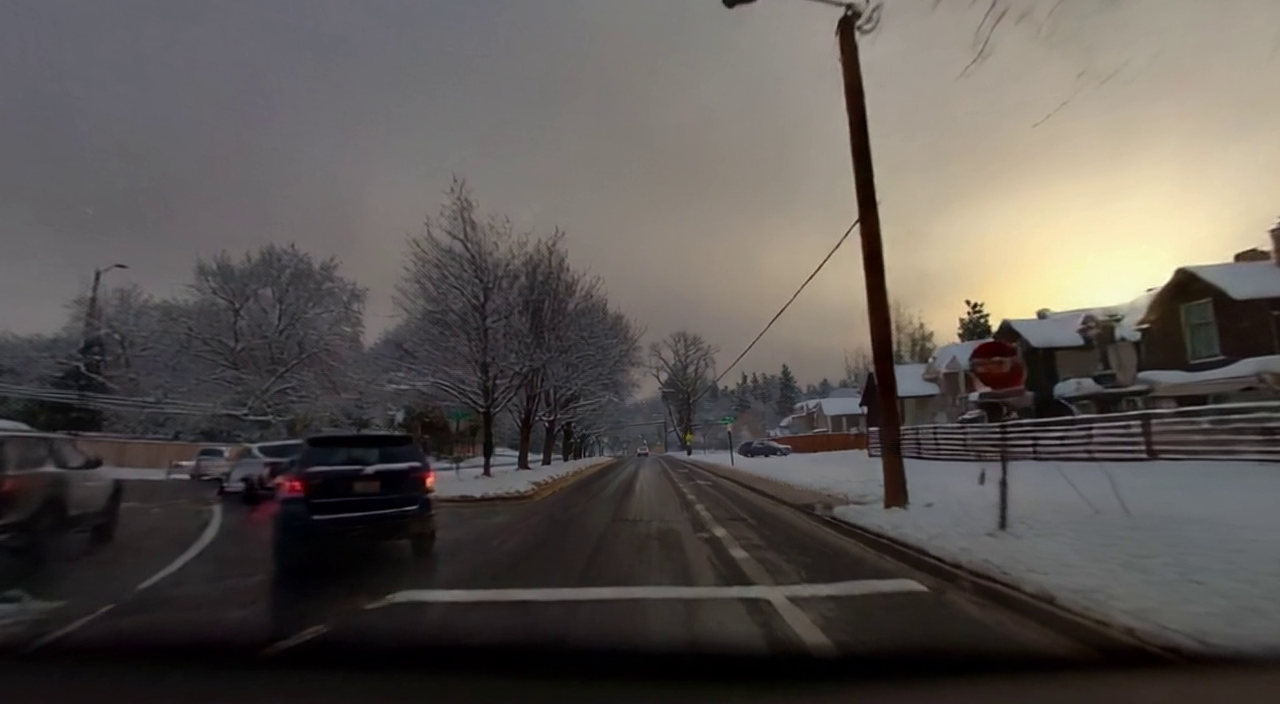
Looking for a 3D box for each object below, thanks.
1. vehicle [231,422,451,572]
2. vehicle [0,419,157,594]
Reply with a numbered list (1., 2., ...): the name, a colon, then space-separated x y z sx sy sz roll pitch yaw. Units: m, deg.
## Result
1. vehicle: -4.386 1.962 9.406 2.290 1.653 4.127 4 -9 -25
2. vehicle: -7.923 1.780 7.976 2.043 1.675 4.816 5 -10 -29
